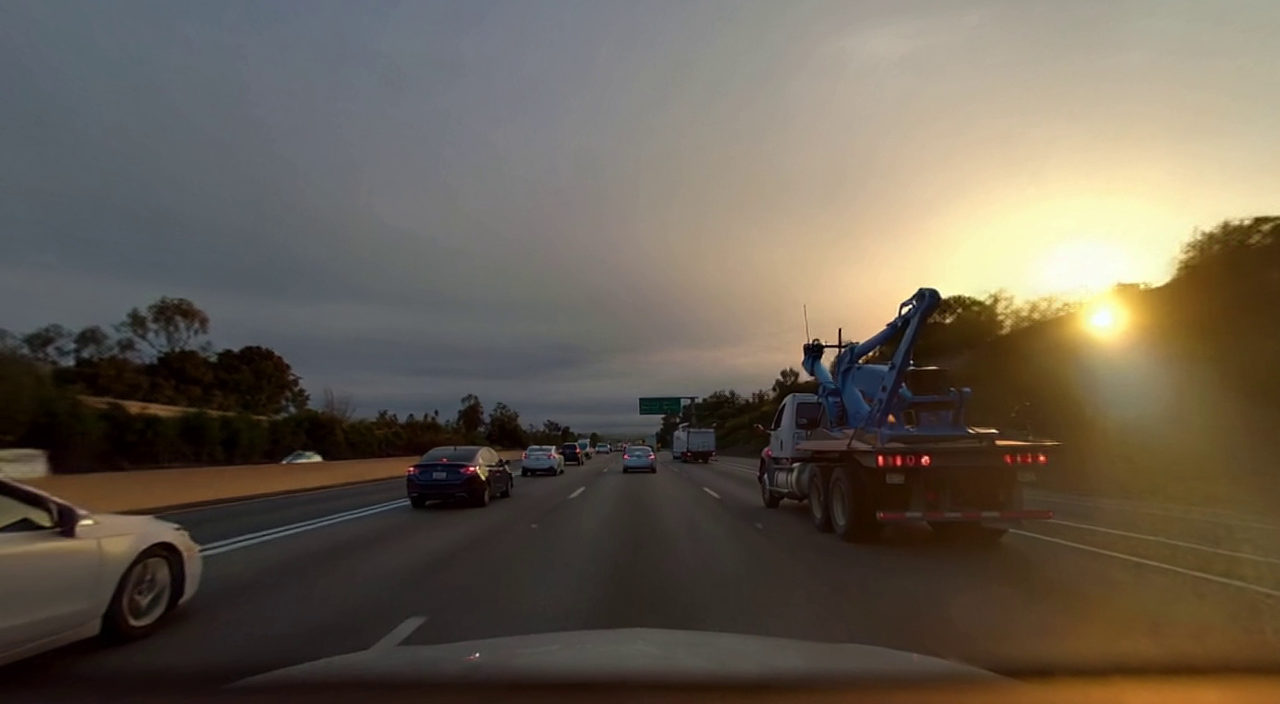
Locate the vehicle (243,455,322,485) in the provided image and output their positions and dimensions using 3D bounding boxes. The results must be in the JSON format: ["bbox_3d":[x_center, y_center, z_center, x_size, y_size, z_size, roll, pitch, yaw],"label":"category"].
[{"bbox_3d":[-20.498,6.768,36.170,1.914,1.521,4.472,0,-9,-1],"label":"vehicle"}]

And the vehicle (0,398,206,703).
[{"bbox_3d":[-4.171,0.917,2.460,1.978,1.556,4.119,0,-9,0],"label":"vehicle"}]

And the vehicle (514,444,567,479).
[{"bbox_3d":[-4.591,5.111,29.444,1.858,1.527,3.974,0,-9,0],"label":"vehicle"}]

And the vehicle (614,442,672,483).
[{"bbox_3d":[0.049,4.458,25.434,2.150,1.498,3.988,0,-9,-1],"label":"vehicle"}]

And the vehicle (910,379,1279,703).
[{"bbox_3d":[4.062,1.047,3.414,2.599,1.631,5.693,0,-9,-1],"label":"vehicle"}]

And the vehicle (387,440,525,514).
[{"bbox_3d":[-4.238,2.946,15.328,1.880,1.507,4.757,0,-9,0],"label":"vehicle"}]

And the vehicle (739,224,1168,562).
[{"bbox_3d":[3.936,1.016,10.911,2.975,3.618,8.456,0,-9,0],"label":"vehicle"}]

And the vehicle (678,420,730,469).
[{"bbox_3d":[3.955,5.982,40.194,2.416,2.829,7.016,0,-9,-2],"label":"vehicle"}]
